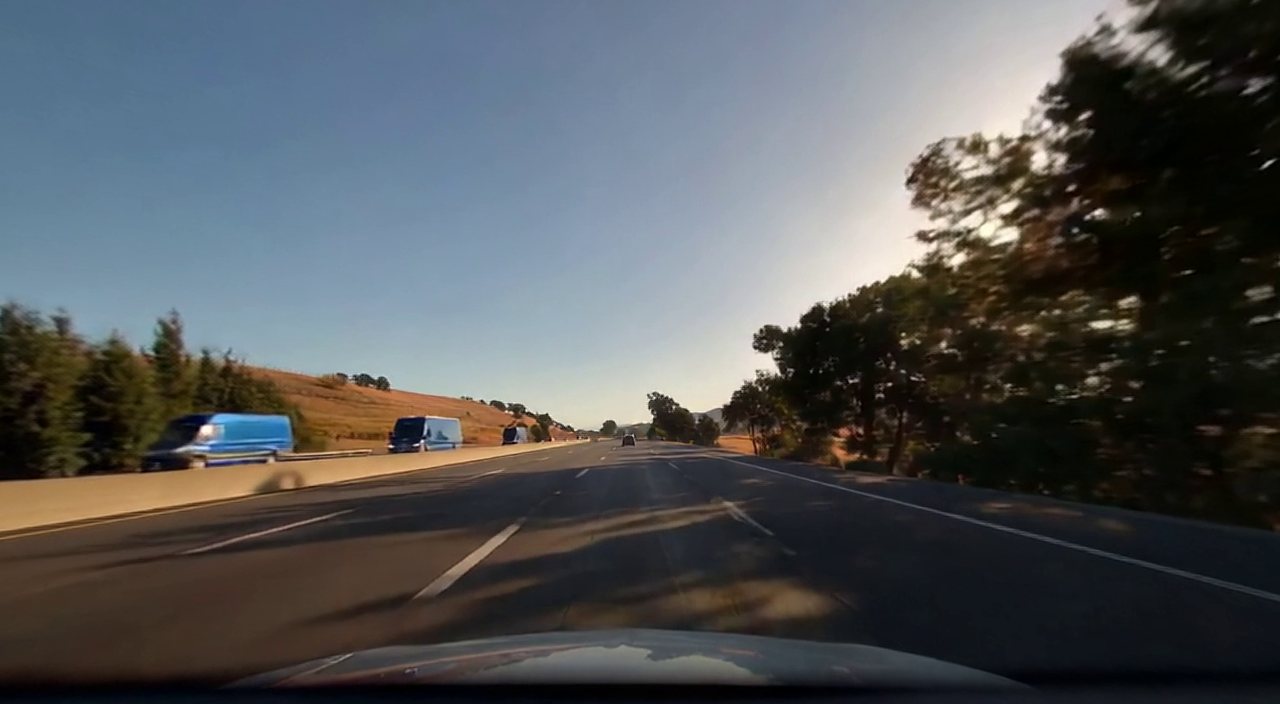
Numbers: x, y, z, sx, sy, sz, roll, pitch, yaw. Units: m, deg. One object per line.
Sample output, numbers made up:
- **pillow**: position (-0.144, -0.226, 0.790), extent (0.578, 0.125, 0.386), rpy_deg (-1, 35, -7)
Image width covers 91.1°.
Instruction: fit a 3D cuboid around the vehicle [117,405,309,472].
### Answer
- **vehicle**: position (-27.398, 5.707, 41.931), extent (3.143, 3.690, 14.011), rpy_deg (0, -8, 0)
